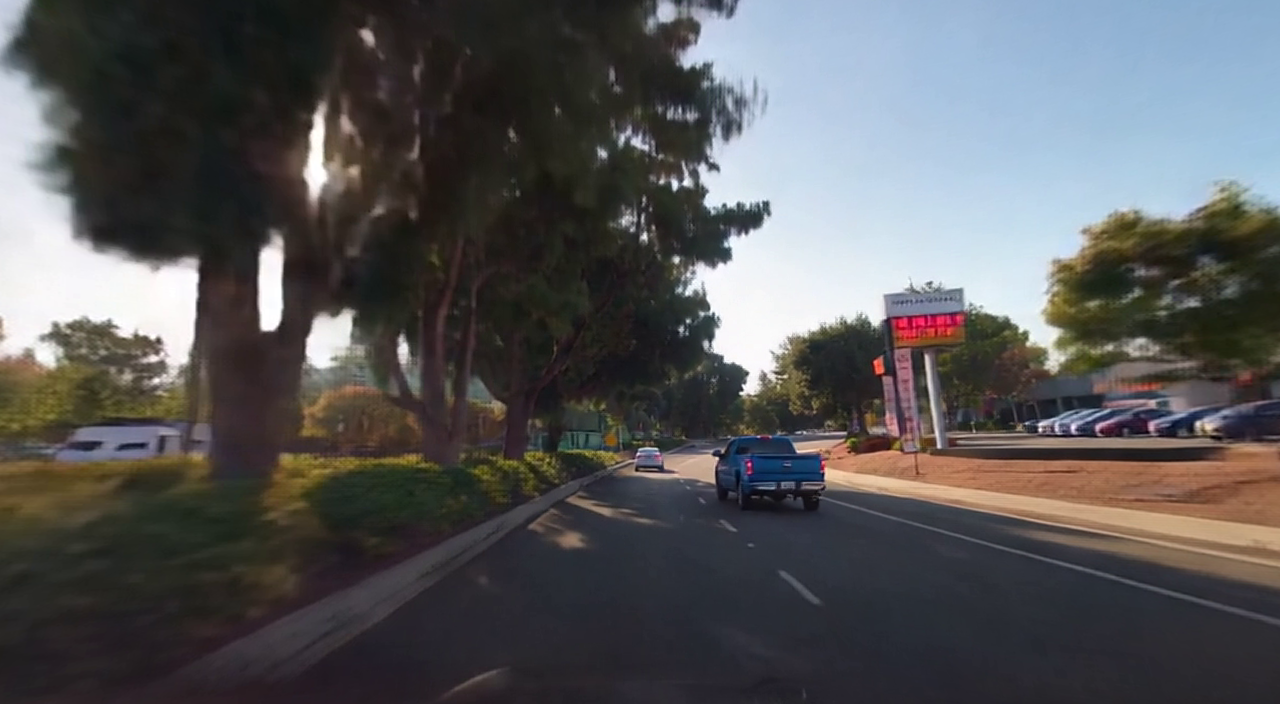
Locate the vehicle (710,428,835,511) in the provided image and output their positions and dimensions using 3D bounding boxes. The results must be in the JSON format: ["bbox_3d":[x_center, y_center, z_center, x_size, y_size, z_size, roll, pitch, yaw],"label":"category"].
[{"bbox_3d":[3.478,3.230,17.869,2.367,1.919,5.651,0,-9,1],"label":"vehicle"}]

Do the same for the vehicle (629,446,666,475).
[{"bbox_3d":[0.461,6.218,36.307,1.968,1.521,4.262,0,-9,1],"label":"vehicle"}]
